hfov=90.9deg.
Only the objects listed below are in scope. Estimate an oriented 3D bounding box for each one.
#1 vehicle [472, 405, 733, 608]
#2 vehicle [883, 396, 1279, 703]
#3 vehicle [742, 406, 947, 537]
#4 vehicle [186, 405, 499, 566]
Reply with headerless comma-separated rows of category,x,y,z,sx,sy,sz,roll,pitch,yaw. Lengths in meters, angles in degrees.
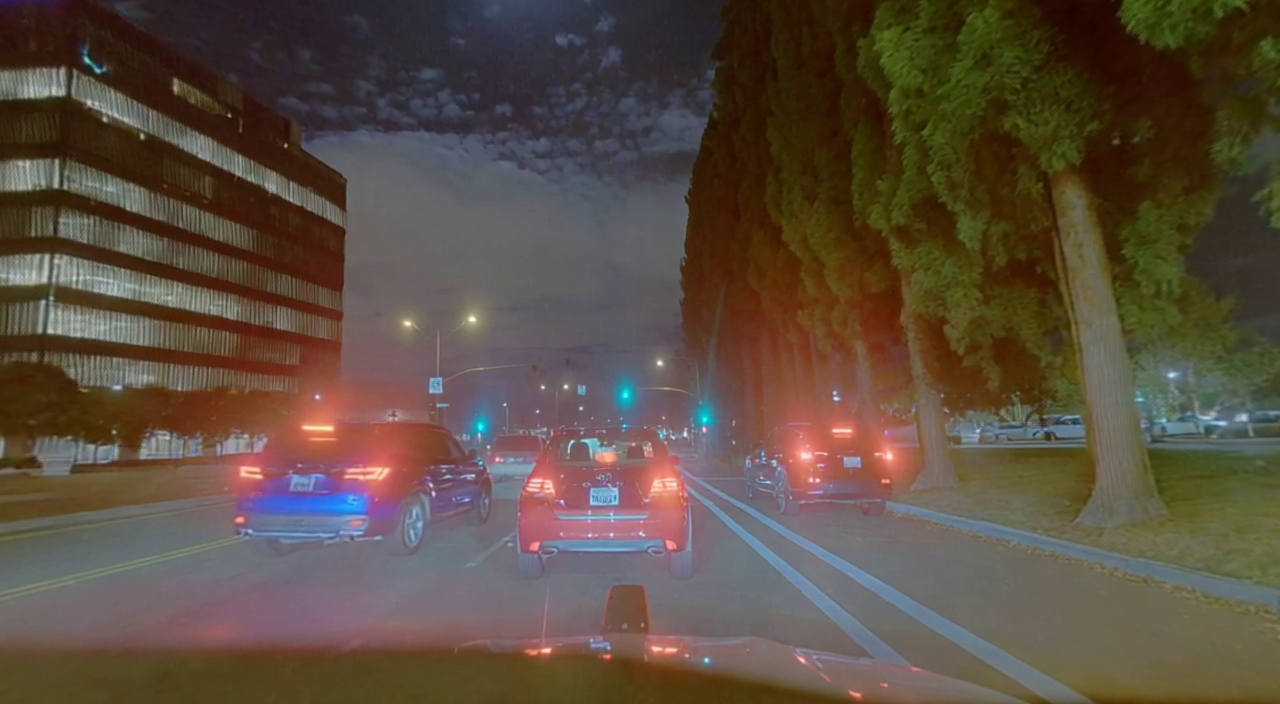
vehicle,-0.352,1.585,7.420,2.114,1.631,4.459,0,-8,-1
vehicle,3.244,1.070,3.397,2.045,1.459,4.462,0,-8,-1
vehicle,3.342,2.084,11.537,2.117,1.879,4.715,0,-8,-1
vehicle,-3.750,1.788,9.248,2.141,1.718,4.809,0,-8,1
